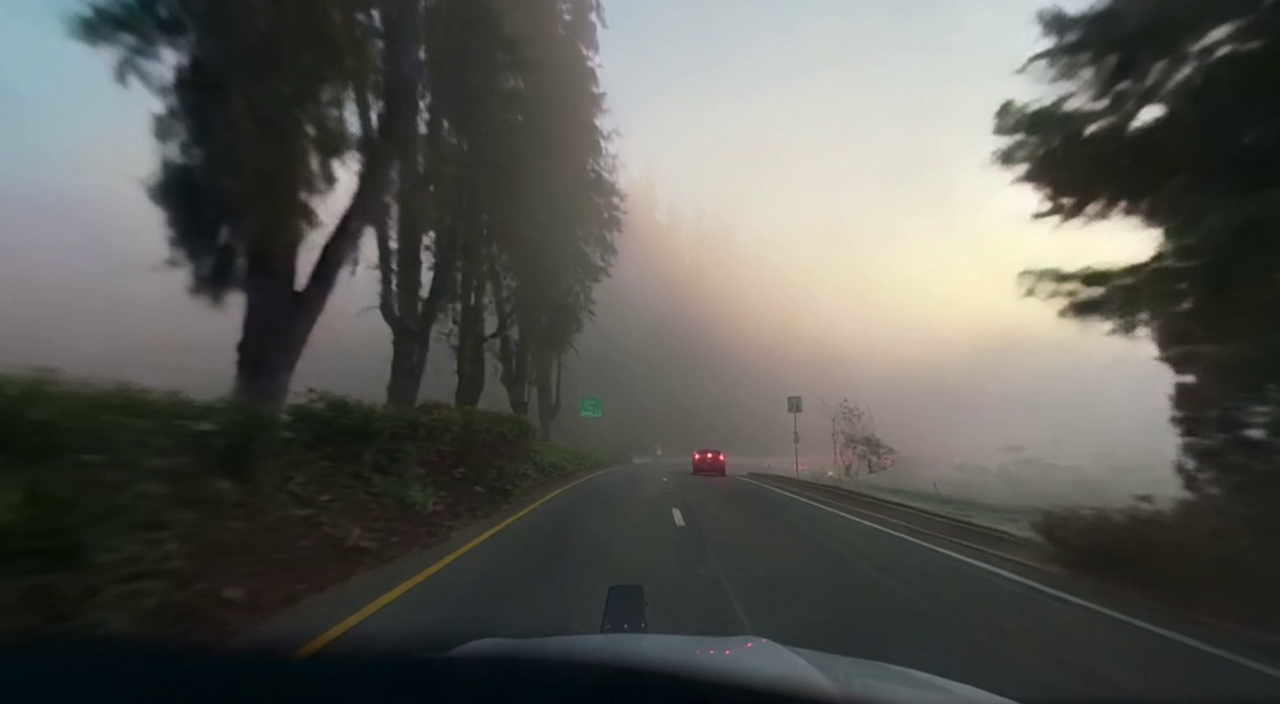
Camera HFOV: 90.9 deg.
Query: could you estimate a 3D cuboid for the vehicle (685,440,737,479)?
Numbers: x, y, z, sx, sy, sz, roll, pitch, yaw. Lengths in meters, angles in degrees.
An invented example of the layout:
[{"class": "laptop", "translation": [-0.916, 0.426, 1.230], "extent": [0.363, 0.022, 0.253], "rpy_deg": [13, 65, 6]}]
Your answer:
[{"class": "vehicle", "translation": [3.037, 4.701, 27.922], "extent": [1.956, 1.473, 4.640], "rpy_deg": [0, -7, 2]}]
